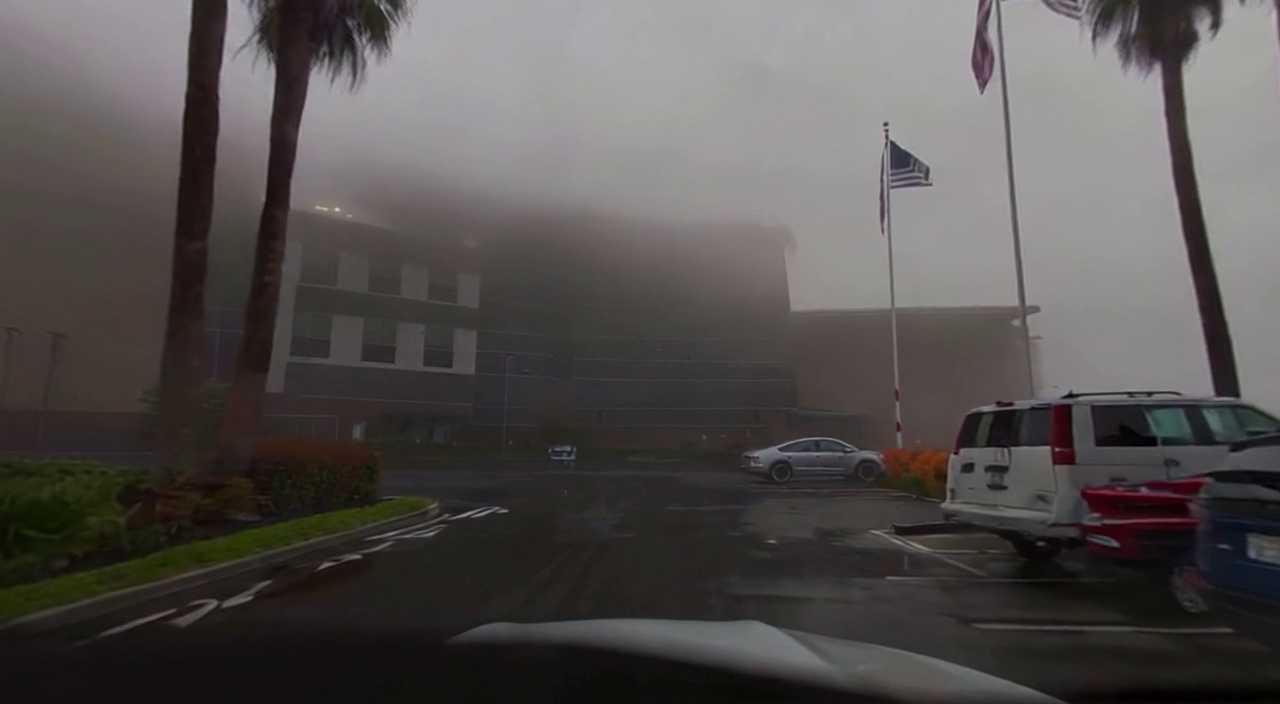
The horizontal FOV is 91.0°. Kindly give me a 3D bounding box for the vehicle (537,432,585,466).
[{"bbox_3d":[-4.708,5.875,38.080,1.943,1.890,4.472,0,-8,5],"label":"vehicle"}]

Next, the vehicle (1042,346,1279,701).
[{"bbox_3d":[5.442,0.958,3.835,4.567,1.723,1.926,0,-9,3],"label":"vehicle"}]

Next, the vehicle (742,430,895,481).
[{"bbox_3d":[6.556,3.876,23.746,5.254,1.793,1.998,-1,-9,7],"label":"vehicle"}]
